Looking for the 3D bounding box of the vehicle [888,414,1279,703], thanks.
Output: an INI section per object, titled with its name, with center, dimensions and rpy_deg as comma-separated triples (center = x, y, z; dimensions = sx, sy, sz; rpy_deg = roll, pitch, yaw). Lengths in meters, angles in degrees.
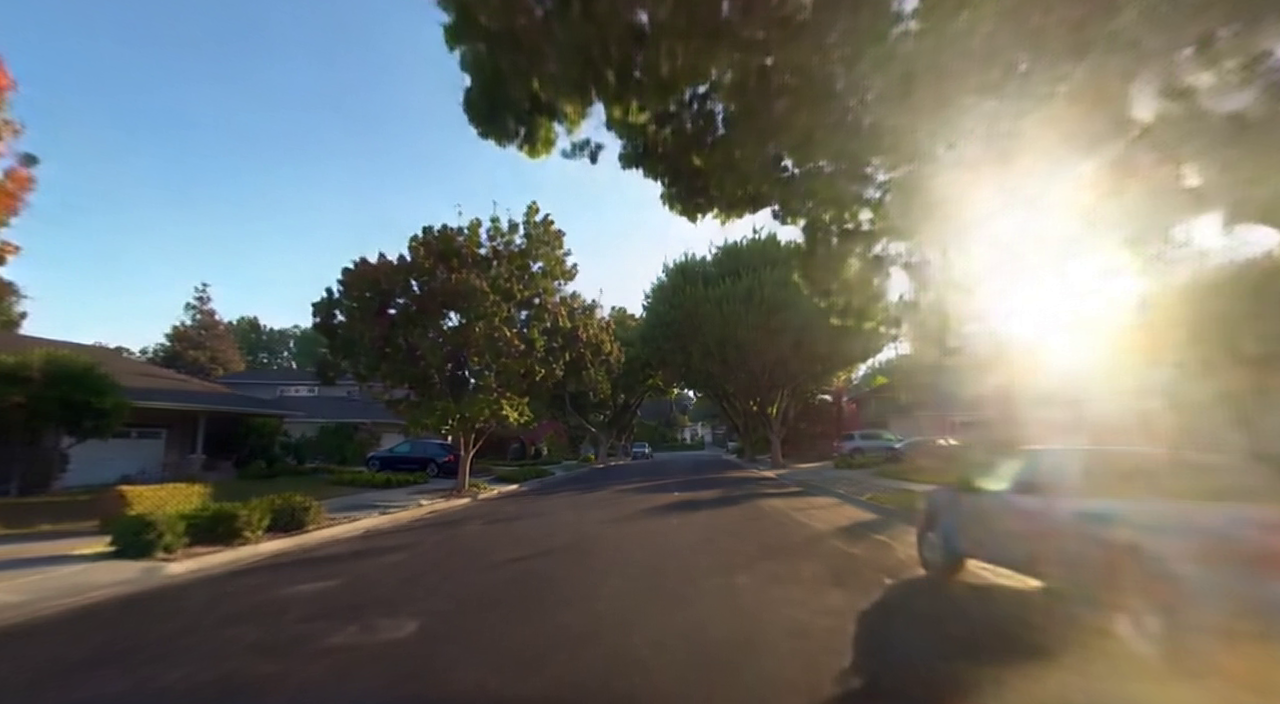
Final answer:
[vehicle]
center = 3.657, 1.322, 4.730
dimensions = 2.006, 1.494, 4.211
rpy_deg = 0, -9, 2
